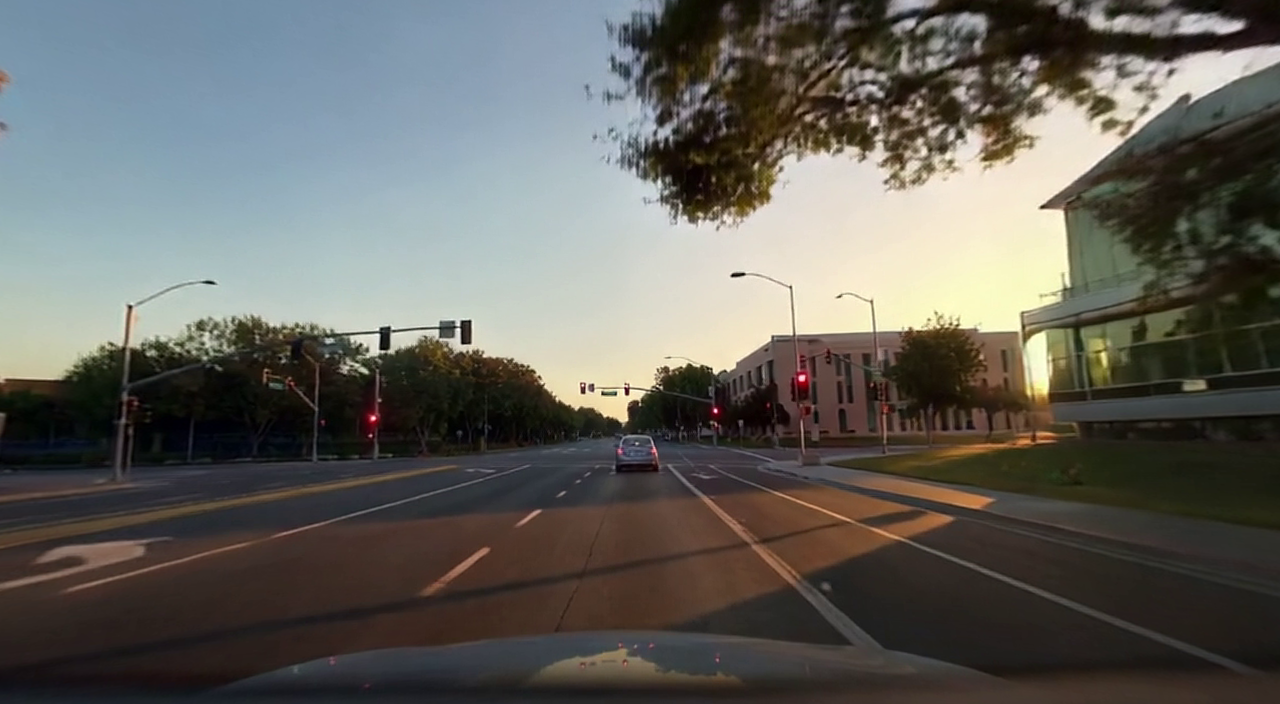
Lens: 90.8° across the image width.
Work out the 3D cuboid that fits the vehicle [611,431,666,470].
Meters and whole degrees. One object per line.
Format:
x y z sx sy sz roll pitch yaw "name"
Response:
-0.092 4.092 26.282 2.107 1.470 3.974 0 -9 -1 "vehicle"
